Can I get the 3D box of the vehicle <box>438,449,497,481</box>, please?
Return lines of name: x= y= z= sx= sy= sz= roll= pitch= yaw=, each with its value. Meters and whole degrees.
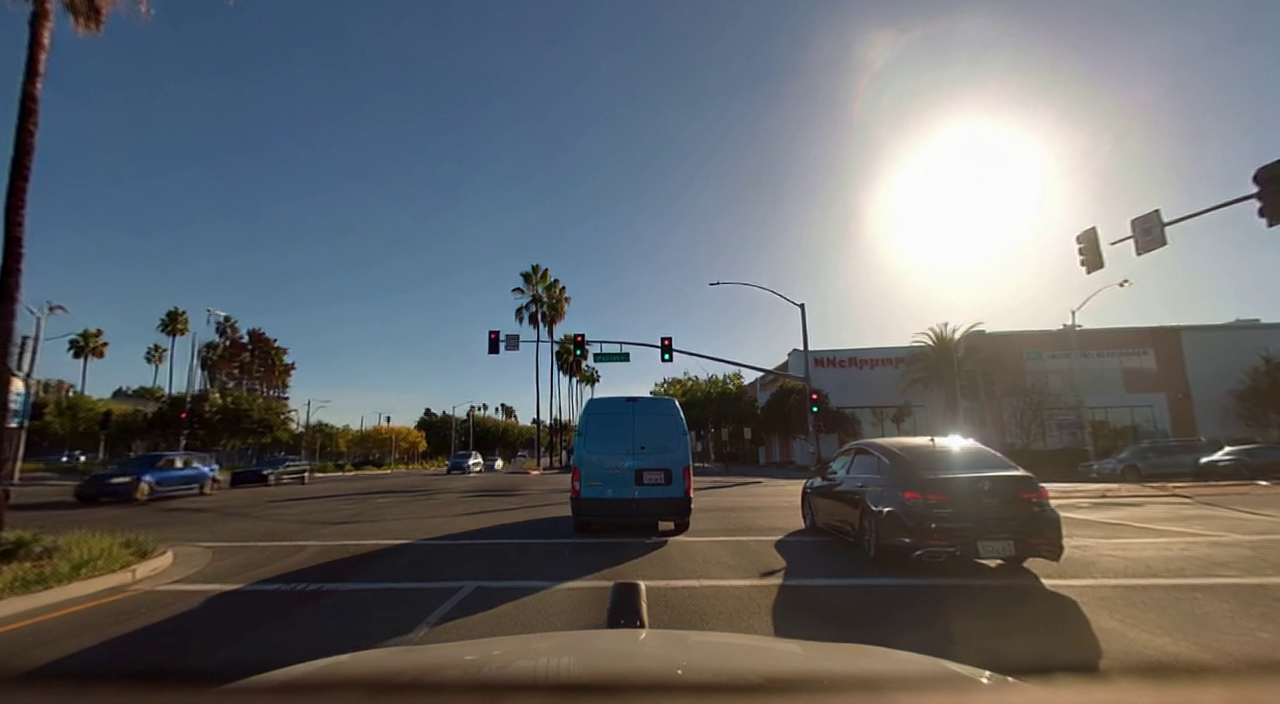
vehicle: x=-9.716 y=6.375 z=36.051 sx=2.074 sy=1.681 sz=4.417 roll=0 pitch=-9 yaw=0

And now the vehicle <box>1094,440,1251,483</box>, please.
vehicle: x=22.214 y=4.566 z=26.505 sx=4.533 sy=1.676 sz=2.236 roll=0 pitch=-9 yaw=-1

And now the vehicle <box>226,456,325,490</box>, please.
vehicle: x=-17.487 y=5.800 z=30.604 sx=1.874 sy=1.467 sz=4.768 roll=0 pitch=-9 yaw=1

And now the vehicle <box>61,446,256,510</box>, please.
vehicle: x=-14.282 y=3.727 z=19.222 sx=2.074 sy=1.671 sz=4.755 roll=0 pitch=-9 yaw=2
